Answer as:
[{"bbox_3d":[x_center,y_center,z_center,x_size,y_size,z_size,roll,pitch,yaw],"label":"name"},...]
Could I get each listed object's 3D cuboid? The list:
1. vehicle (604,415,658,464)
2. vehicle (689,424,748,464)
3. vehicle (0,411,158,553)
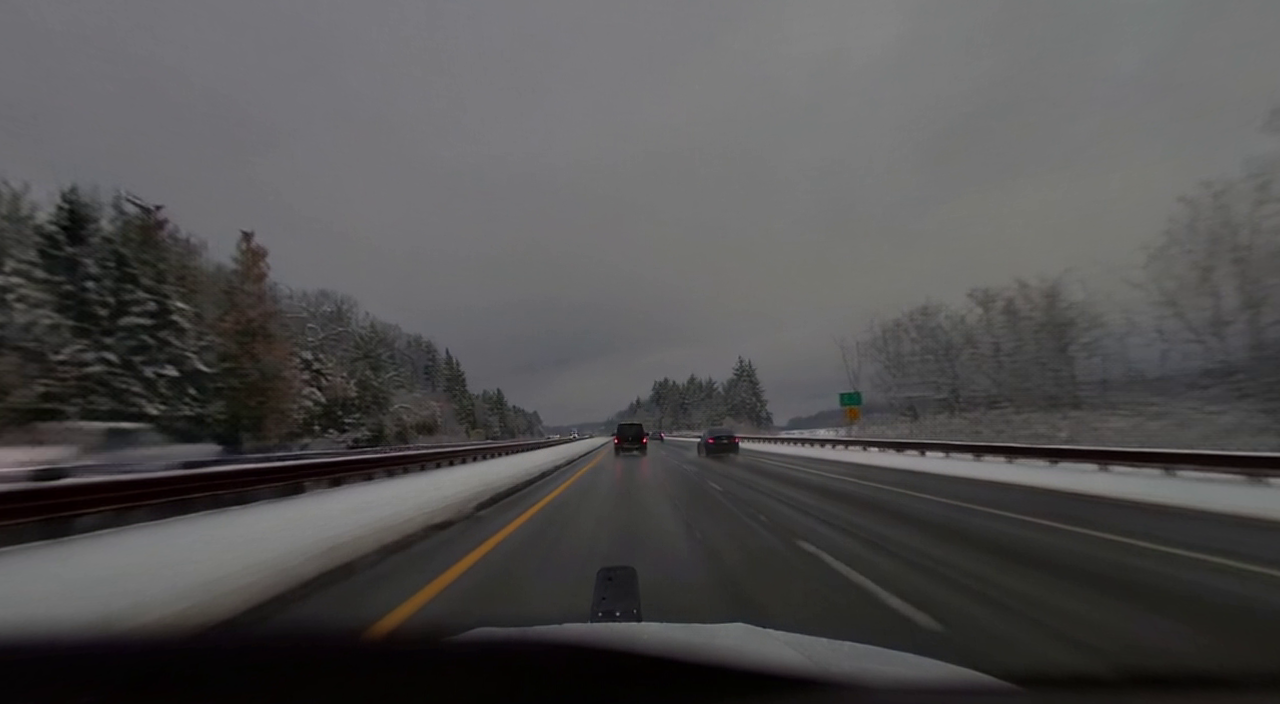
[{"bbox_3d":[-0.462,4.026,29.000,2.270,2.044,4.633,0,-8,-2],"label":"vehicle"},{"bbox_3d":[3.388,4.072,28.024,1.981,1.606,3.956,0,-8,-2],"label":"vehicle"},{"bbox_3d":[-8.800,1.707,8.372,1.811,1.736,3.792,-1,-8,-1],"label":"vehicle"}]
